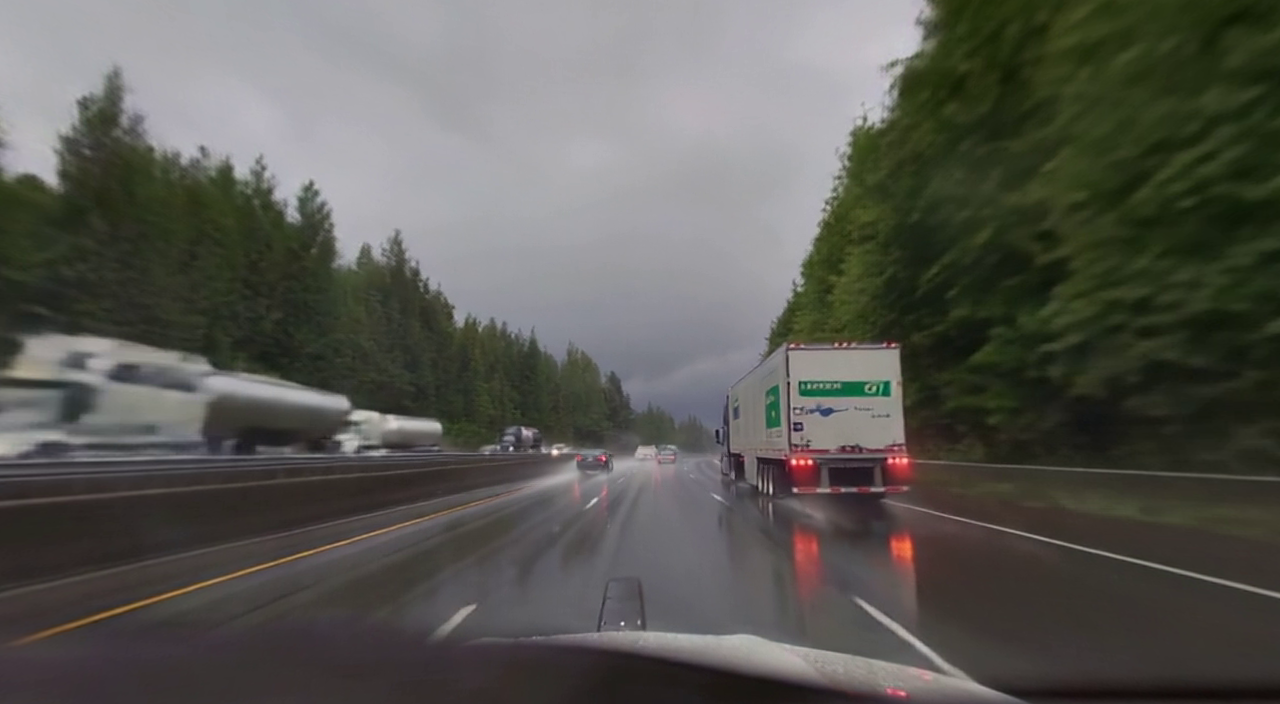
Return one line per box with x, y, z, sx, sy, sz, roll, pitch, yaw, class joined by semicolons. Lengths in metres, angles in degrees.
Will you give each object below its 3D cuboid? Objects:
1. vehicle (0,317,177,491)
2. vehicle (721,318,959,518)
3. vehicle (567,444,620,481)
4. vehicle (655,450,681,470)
-15.956;1.533;16.488;2.905;3.909;5.792;-1;-9;2;vehicle
4.847;2.360;19.548;3.057;3.993;13.914;0;-9;1;vehicle
-2.276;5.581;32.108;2.205;1.728;4.397;-1;-9;3;vehicle
2.197;8.426;49.341;1.990;1.537;3.725;-1;-9;3;vehicle
